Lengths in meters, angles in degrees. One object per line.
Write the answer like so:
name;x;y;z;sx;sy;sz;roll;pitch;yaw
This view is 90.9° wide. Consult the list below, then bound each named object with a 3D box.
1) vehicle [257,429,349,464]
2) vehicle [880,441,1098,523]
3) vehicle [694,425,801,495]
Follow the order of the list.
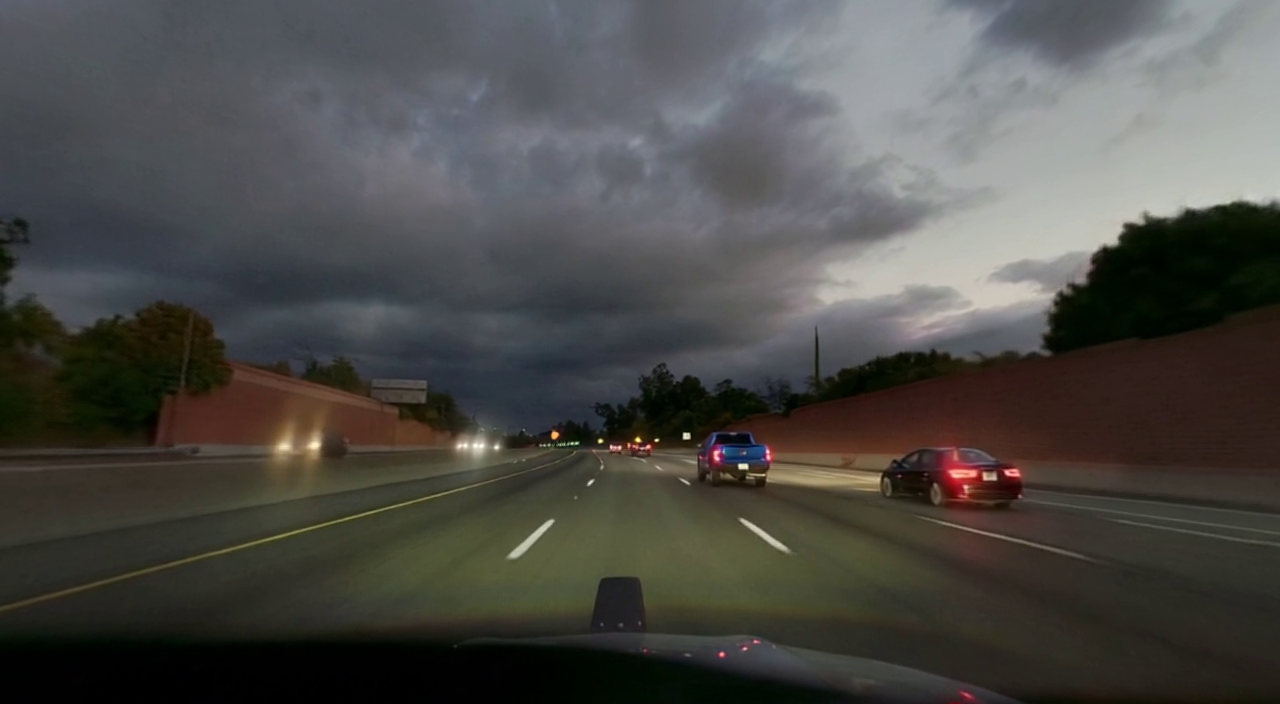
vehicle;-18.280;5.181;34.555;2.300;1.752;5.188;0;-8;-2
vehicle;7.425;2.775;14.196;1.976;1.485;4.925;0;-8;-2
vehicle;3.312;3.484;20.809;2.374;1.952;5.431;0;-8;-2
